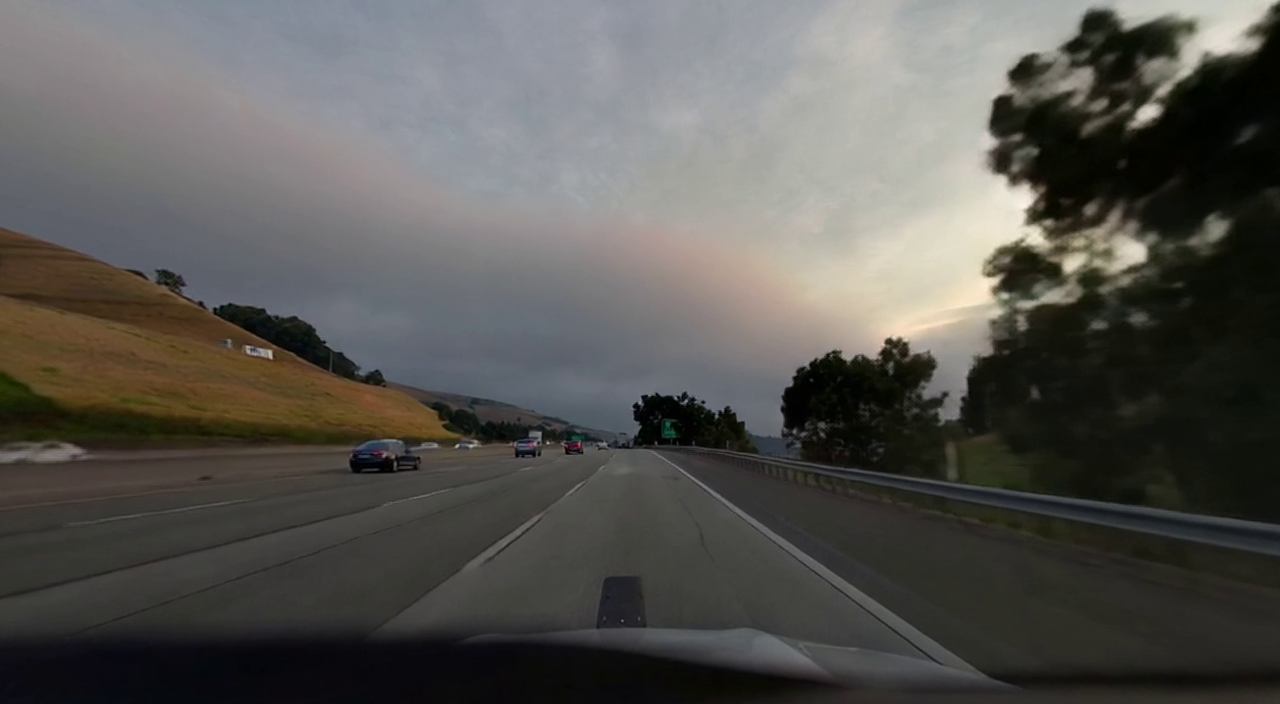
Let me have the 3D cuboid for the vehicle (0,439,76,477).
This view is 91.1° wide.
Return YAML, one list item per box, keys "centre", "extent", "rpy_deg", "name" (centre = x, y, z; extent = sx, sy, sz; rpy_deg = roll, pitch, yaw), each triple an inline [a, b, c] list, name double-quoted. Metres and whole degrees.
- centre: [-29.237, 4.885, 29.107]
  extent: [1.881, 1.635, 4.610]
  rpy_deg: [1, -8, 0]
  name: "vehicle"

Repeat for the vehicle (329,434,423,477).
- centre: [-11.062, 4.352, 26.703]
  extent: [2.001, 1.625, 4.528]
  rpy_deg: [0, -8, 0]
  name: "vehicle"
